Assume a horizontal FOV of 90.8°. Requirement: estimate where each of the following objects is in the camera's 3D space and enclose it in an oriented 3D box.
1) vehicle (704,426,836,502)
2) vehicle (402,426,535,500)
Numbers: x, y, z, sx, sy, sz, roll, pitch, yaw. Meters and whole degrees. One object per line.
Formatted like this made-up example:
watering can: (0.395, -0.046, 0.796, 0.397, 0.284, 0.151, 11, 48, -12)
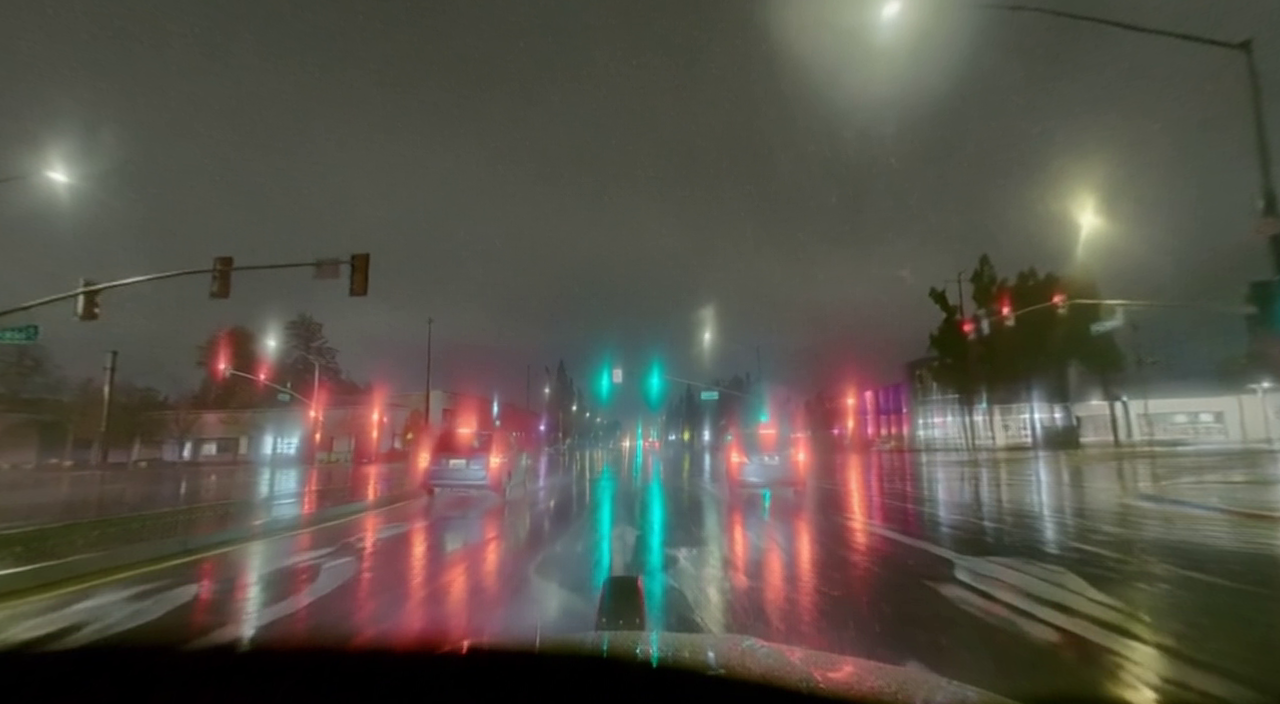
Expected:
vehicle: (2.878, 2.629, 15.225, 2.130, 1.524, 4.722, 0, -8, -1)
vehicle: (-3.990, 2.680, 15.625, 1.973, 1.526, 4.533, 0, -8, 1)
